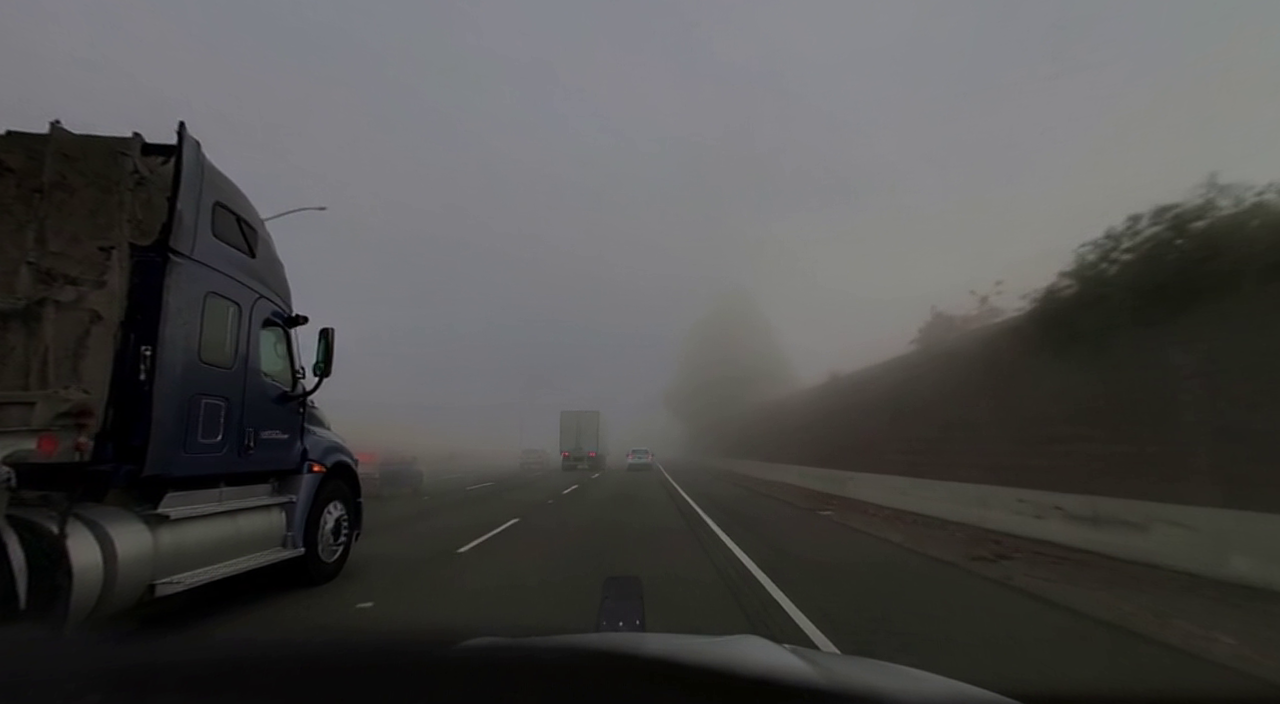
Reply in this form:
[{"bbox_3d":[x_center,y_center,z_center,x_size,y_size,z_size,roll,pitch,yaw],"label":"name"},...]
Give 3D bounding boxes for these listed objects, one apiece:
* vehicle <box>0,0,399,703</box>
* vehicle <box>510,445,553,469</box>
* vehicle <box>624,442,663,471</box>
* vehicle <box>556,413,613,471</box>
[{"bbox_3d":[-3.631,-0.074,0.510,3.025,3.266,9.256,0,-9,1],"label":"vehicle"},{"bbox_3d":[-7.091,6.922,41.495,1.962,1.489,4.002,0,-9,2],"label":"vehicle"},{"bbox_3d":[0.222,6.200,37.528,2.178,1.640,4.071,0,-9,1],"label":"vehicle"},{"bbox_3d":[-3.424,5.939,41.198,2.956,3.331,9.575,0,-9,-1],"label":"vehicle"}]
